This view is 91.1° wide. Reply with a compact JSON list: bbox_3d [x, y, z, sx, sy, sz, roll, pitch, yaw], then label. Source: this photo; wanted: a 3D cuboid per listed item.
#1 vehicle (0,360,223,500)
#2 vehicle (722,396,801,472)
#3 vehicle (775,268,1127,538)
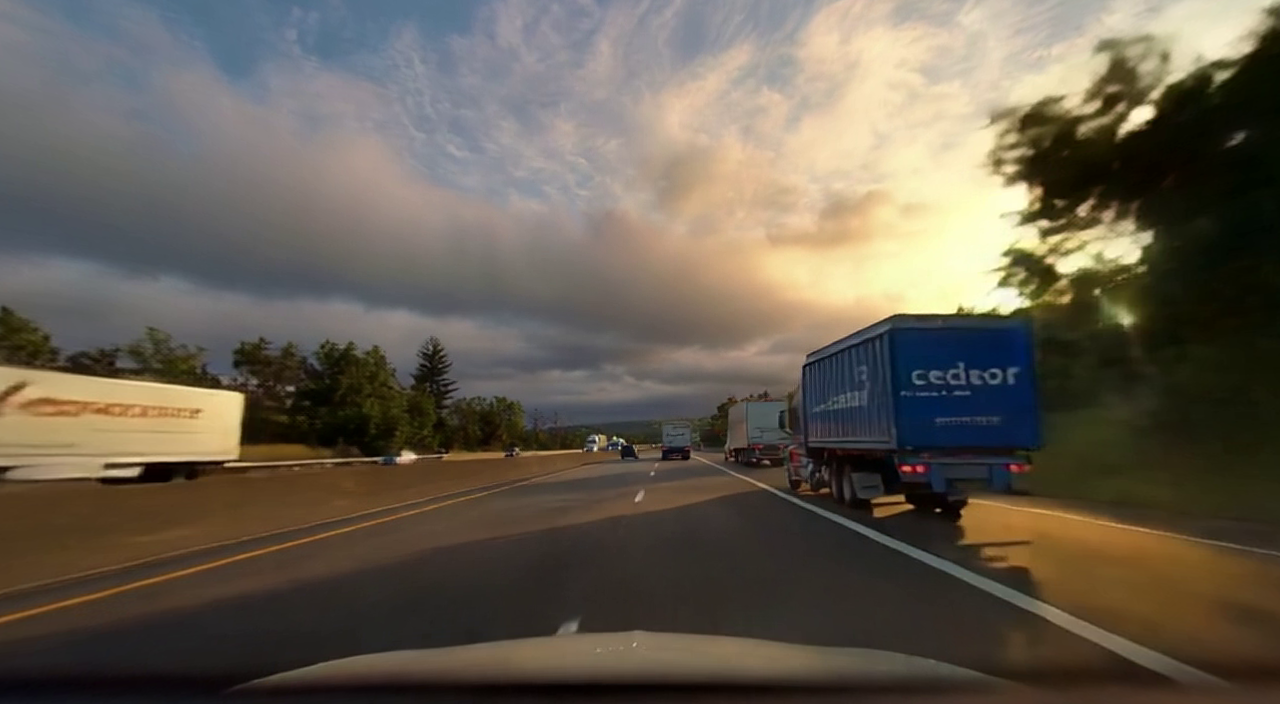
[{"bbox_3d":[-22.622,3.207,25.303,3.010,4.620,11.933,-1,-8,3],"label":"vehicle"},{"bbox_3d":[7.434,5.296,40.662,2.843,4.053,13.777,0,-7,2],"label":"vehicle"},{"bbox_3d":[5.466,1.355,14.015,2.920,3.860,10.035,0,-8,2],"label":"vehicle"}]
